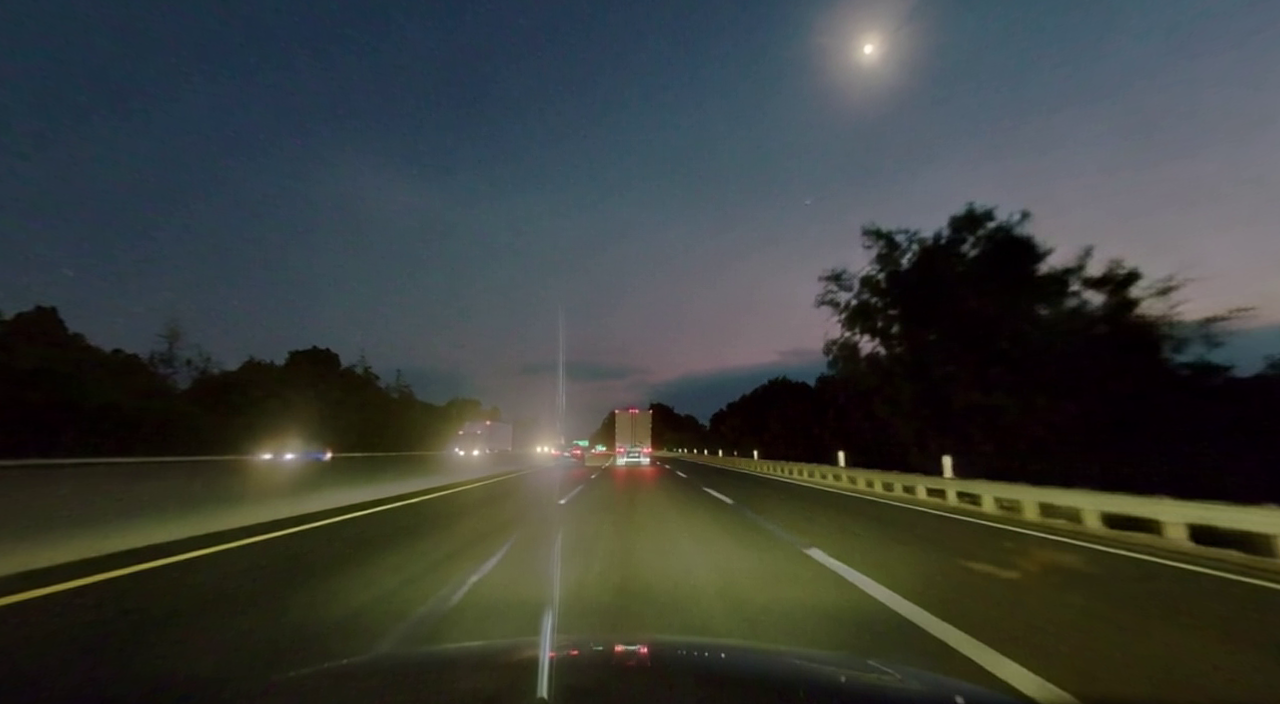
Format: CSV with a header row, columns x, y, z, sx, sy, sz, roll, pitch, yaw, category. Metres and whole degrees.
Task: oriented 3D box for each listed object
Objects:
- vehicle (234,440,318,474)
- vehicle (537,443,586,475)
x,y,z,sx,sy,sz,roll,pitch,yaw,category
-17.340,5.020,30.058,1.784,1.501,3.719,0,-9,0,vehicle
-4.075,5.646,33.281,2.057,1.519,4.372,0,-9,0,vehicle
